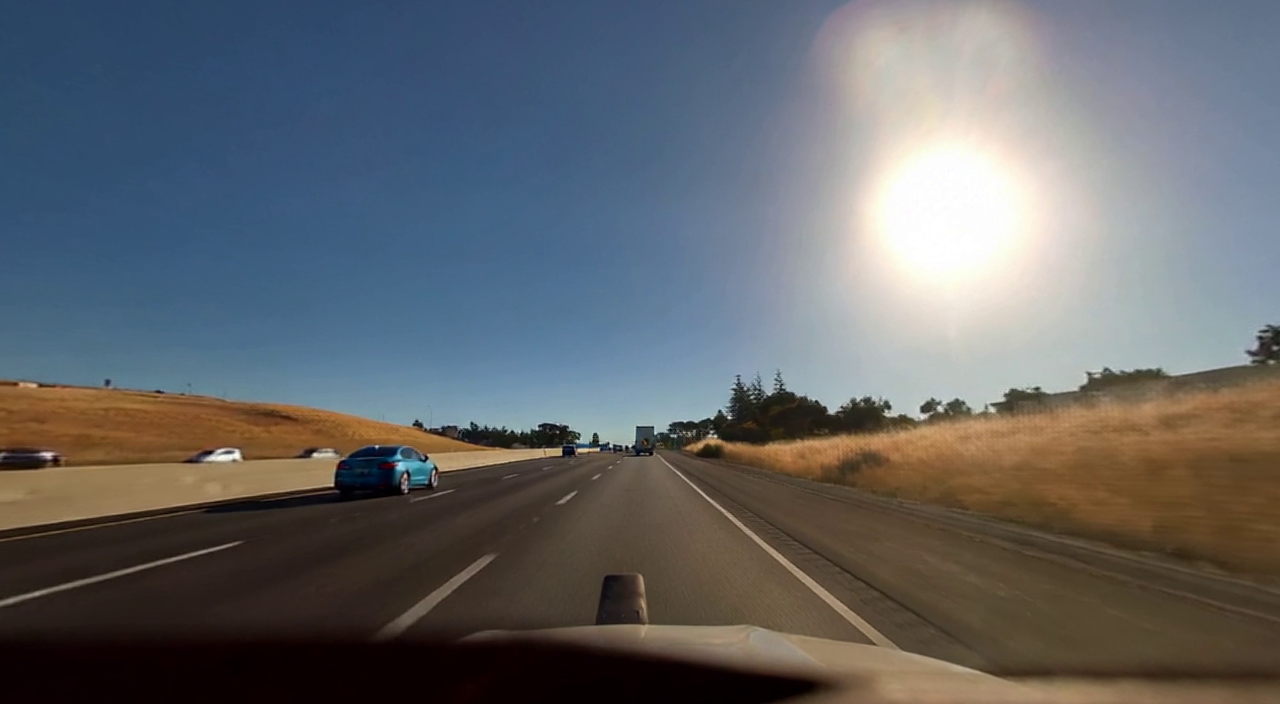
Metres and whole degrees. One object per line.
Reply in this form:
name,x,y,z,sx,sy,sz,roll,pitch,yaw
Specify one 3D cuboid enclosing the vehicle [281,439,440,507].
vehicle,-7.140,3.126,16.777,2.096,1.541,4.610,0,-8,0
